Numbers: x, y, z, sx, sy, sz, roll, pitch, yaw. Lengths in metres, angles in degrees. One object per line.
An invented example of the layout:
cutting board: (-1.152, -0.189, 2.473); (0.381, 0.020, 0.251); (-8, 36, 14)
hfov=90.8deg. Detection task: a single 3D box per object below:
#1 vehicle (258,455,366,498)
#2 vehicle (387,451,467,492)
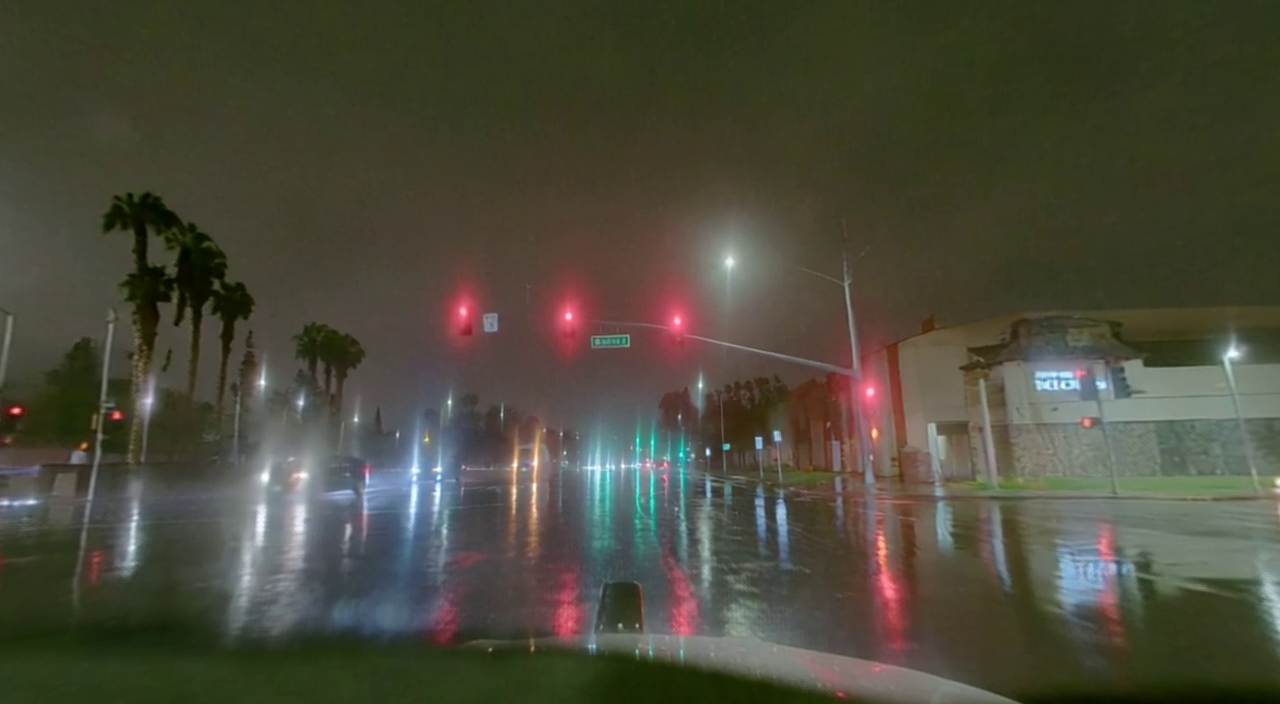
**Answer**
vehicle: (-13.857, 5.248, 27.040); (1.995, 1.632, 4.609); (-1, -9, 2)
vehicle: (-9.512, 5.361, 28.646); (2.074, 1.681, 4.417); (0, -9, 1)
